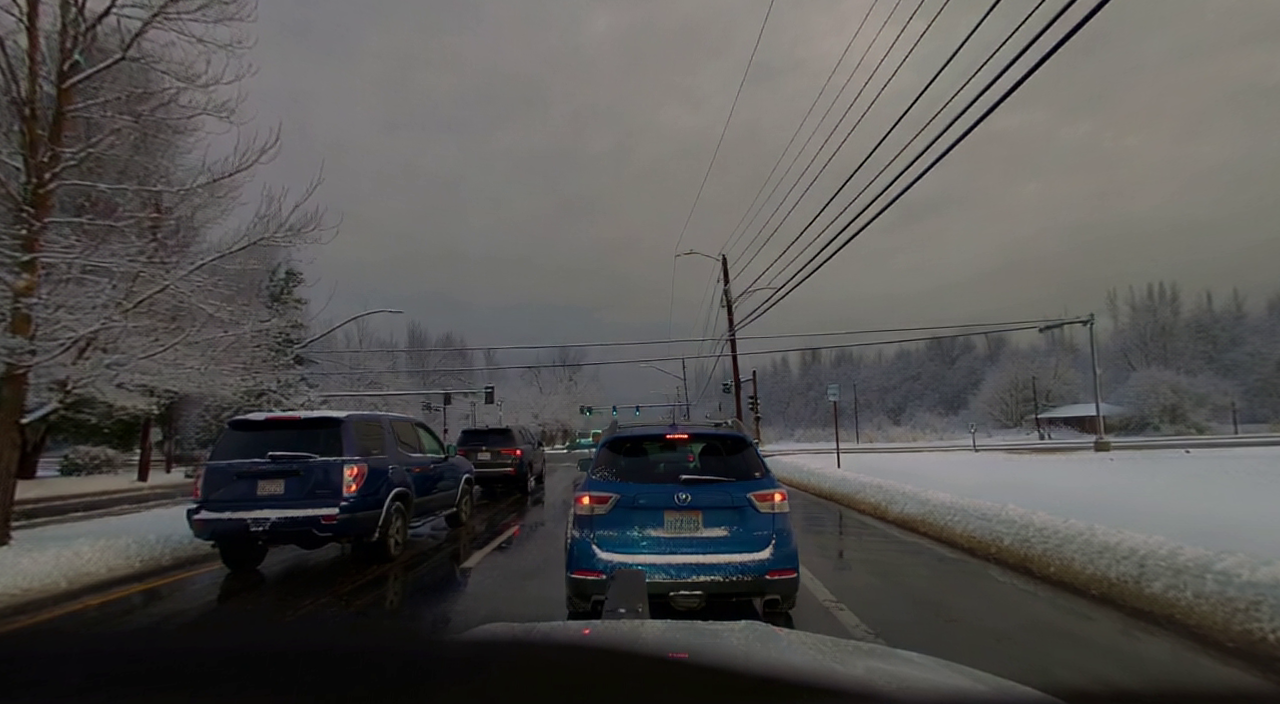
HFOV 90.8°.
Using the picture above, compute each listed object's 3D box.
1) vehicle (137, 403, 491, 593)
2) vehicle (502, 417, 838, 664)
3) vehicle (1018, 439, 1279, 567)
[{"bbox_3d":[-3.474,1.647,7.960,2.105,1.706,4.337,0,-9,0],"label":"vehicle"},{"bbox_3d":[0.112,1.451,5.944,2.056,1.487,4.003,0,-9,-2],"label":"vehicle"},{"bbox_3d":[8.382,2.157,9.923,1.993,1.508,4.521,0,-9,-1],"label":"vehicle"}]
